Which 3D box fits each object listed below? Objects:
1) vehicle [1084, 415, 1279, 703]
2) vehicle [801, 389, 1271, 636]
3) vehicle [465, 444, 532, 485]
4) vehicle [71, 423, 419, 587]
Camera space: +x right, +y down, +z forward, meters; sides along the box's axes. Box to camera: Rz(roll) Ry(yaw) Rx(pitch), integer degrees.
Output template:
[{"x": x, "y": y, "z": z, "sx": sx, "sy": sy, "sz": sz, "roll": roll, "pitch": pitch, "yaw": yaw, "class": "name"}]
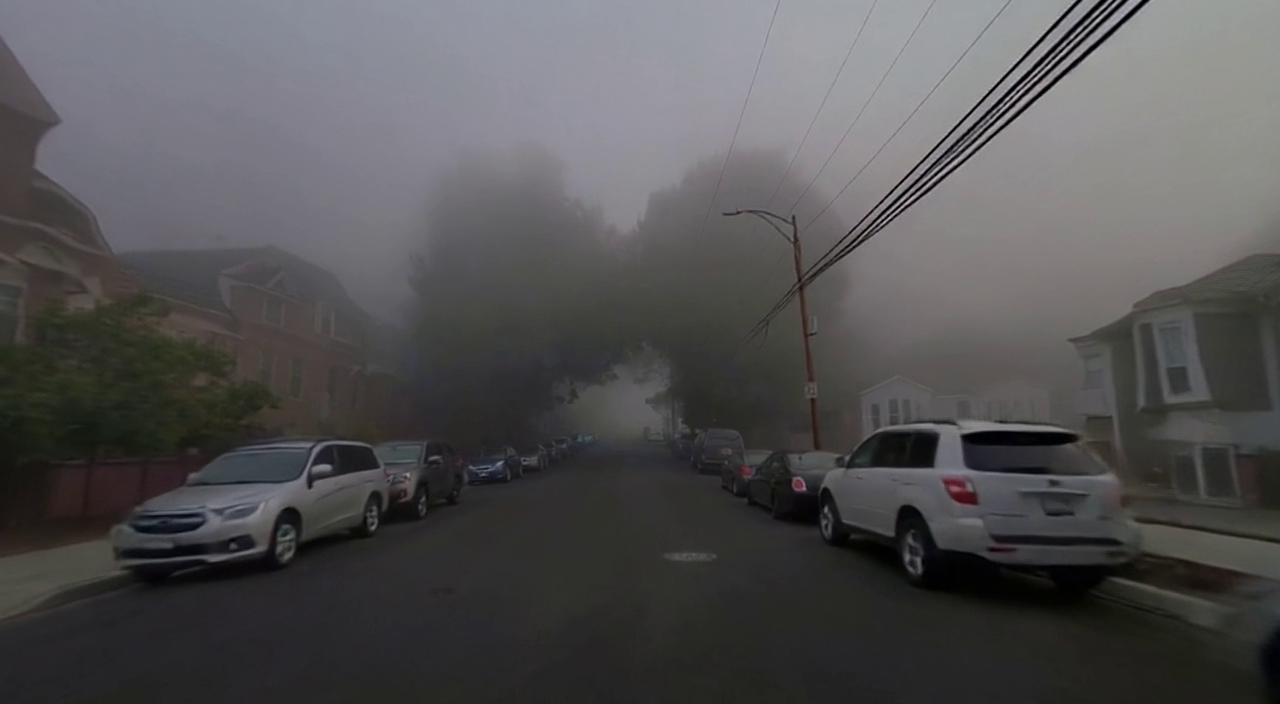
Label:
[{"x": 3.815, "y": 0.838, "z": 1.381, "sx": 2.174, "sy": 1.504, "sz": 4.809, "roll": 0, "pitch": -8, "yaw": 0, "class": "vehicle"}, {"x": 3.599, "y": 1.546, "z": 7.281, "sx": 2.009, "sy": 1.810, "sz": 5.045, "roll": 0, "pitch": -8, "yaw": -2, "class": "vehicle"}, {"x": -6.149, "y": 4.884, "z": 27.991, "sx": 2.002, "sy": 1.585, "sz": 5.080, "roll": -1, "pitch": -8, "yaw": -2, "class": "vehicle"}, {"x": -5.825, "y": 2.277, "z": 10.627, "sx": 2.184, "sy": 1.958, "sz": 5.757, "roll": 0, "pitch": -8, "yaw": -1, "class": "vehicle"}]
